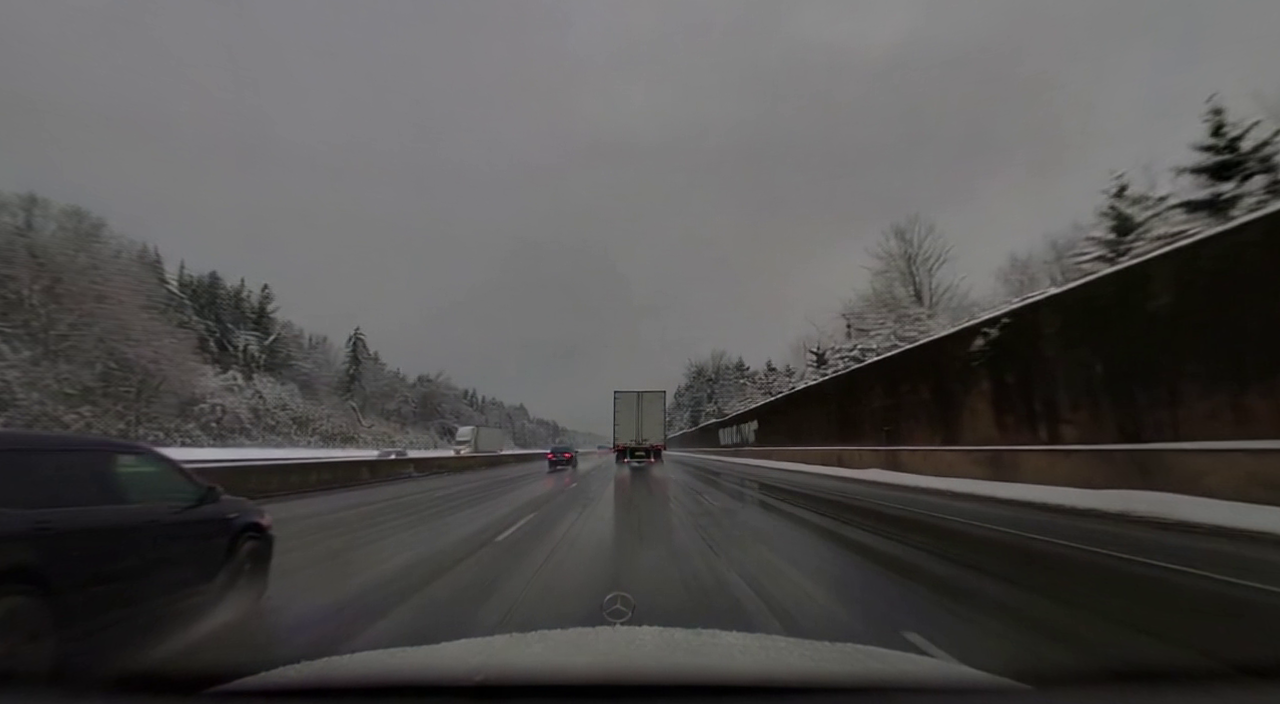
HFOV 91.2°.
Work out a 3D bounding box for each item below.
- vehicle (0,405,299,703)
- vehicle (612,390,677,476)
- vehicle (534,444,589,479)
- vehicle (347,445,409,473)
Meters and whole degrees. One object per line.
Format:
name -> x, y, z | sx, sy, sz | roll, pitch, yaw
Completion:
vehicle -> -3.826, 1.052, 3.127 | 1.936, 1.500, 4.055 | 0, -9, 0
vehicle -> 0.115, 4.637, 34.851 | 3.042, 4.023, 10.832 | 0, -9, -1
vehicle -> -3.726, 5.284, 30.365 | 2.158, 1.538, 4.047 | 0, -9, 0
vehicle -> -17.664, 7.253, 42.541 | 2.034, 1.757, 4.730 | -1, -9, 2
